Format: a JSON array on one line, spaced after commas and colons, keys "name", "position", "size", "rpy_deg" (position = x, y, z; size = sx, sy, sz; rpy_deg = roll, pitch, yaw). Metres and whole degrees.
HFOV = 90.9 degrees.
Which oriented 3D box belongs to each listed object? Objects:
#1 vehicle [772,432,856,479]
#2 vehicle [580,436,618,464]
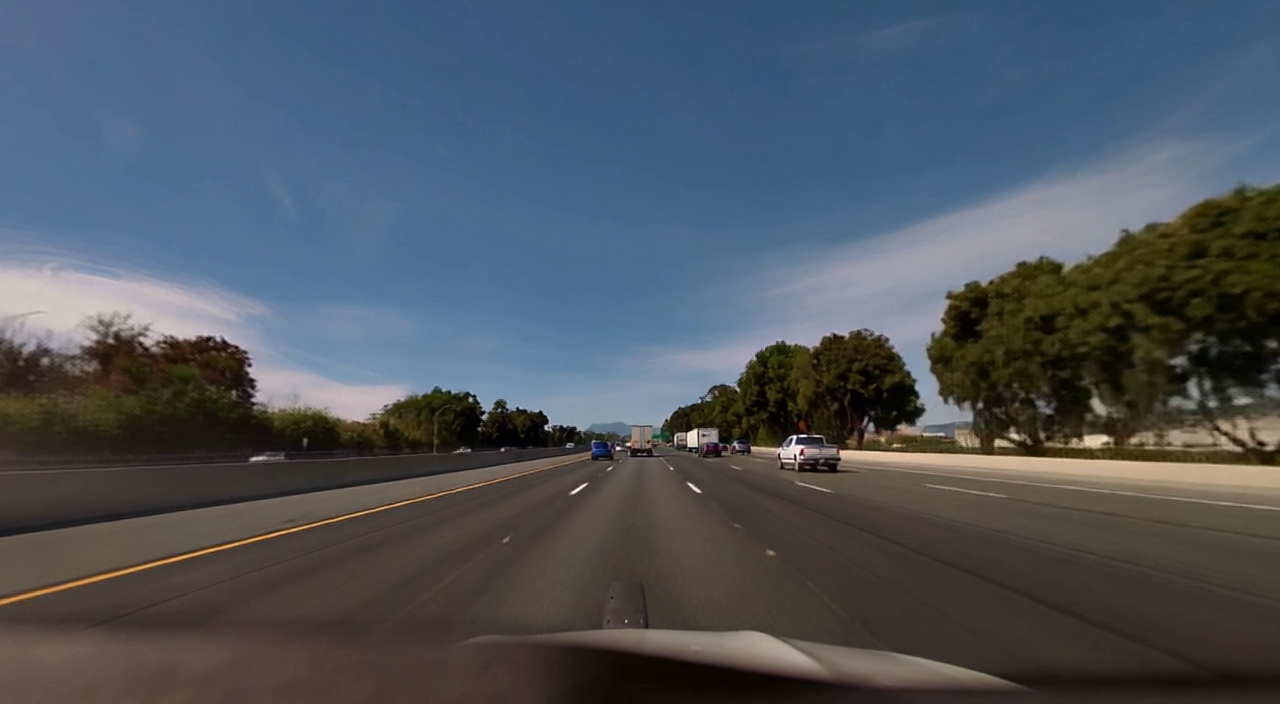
[{"name": "vehicle", "position": [6.802, 4.090, 25.154], "size": [2.063, 1.706, 4.259], "rpy_deg": [0, -8, -1]}, {"name": "vehicle", "position": [-2.927, 7.196, 46.354], "size": [2.453, 1.952, 5.320], "rpy_deg": [0, -8, 0]}]
